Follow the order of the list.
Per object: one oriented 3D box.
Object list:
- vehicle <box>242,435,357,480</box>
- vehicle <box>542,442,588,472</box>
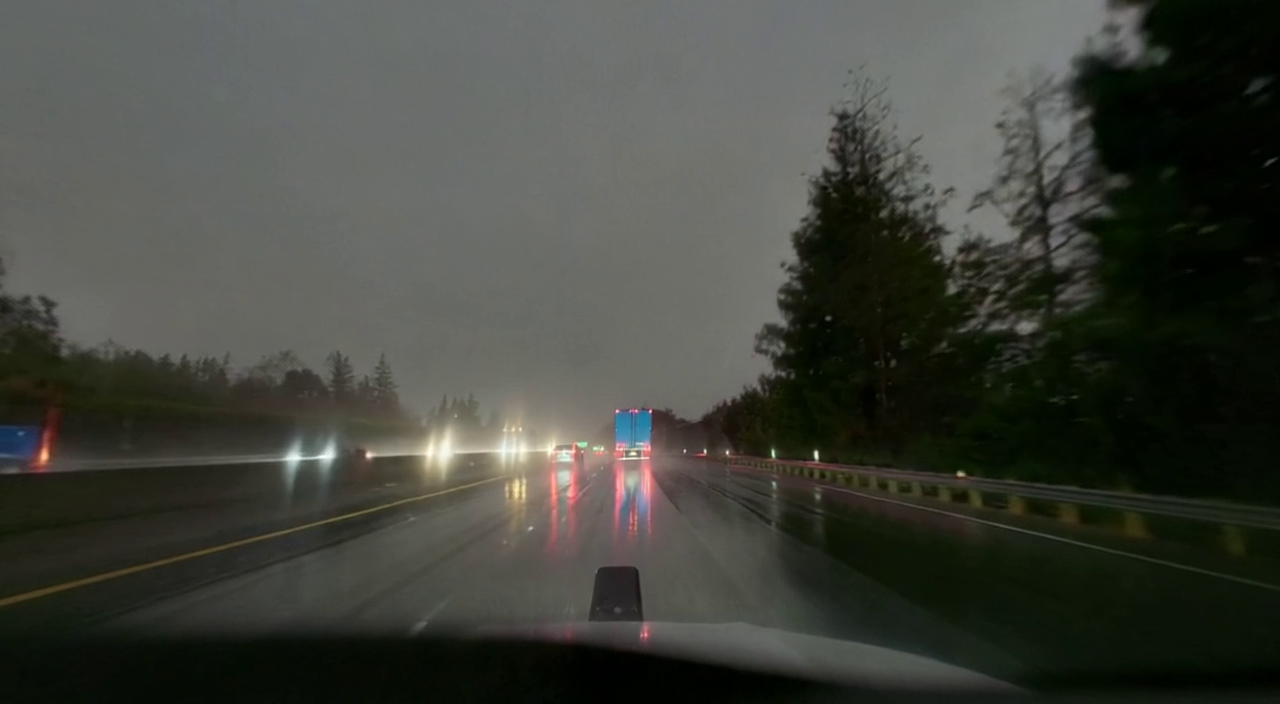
[{"bbox_3d":[-12.828,4.003,23.970,1.966,1.518,4.276,0,-9,0],"label":"vehicle"},{"bbox_3d":[-4.149,5.880,35.240,2.057,1.519,4.372,0,-9,0],"label":"vehicle"}]
